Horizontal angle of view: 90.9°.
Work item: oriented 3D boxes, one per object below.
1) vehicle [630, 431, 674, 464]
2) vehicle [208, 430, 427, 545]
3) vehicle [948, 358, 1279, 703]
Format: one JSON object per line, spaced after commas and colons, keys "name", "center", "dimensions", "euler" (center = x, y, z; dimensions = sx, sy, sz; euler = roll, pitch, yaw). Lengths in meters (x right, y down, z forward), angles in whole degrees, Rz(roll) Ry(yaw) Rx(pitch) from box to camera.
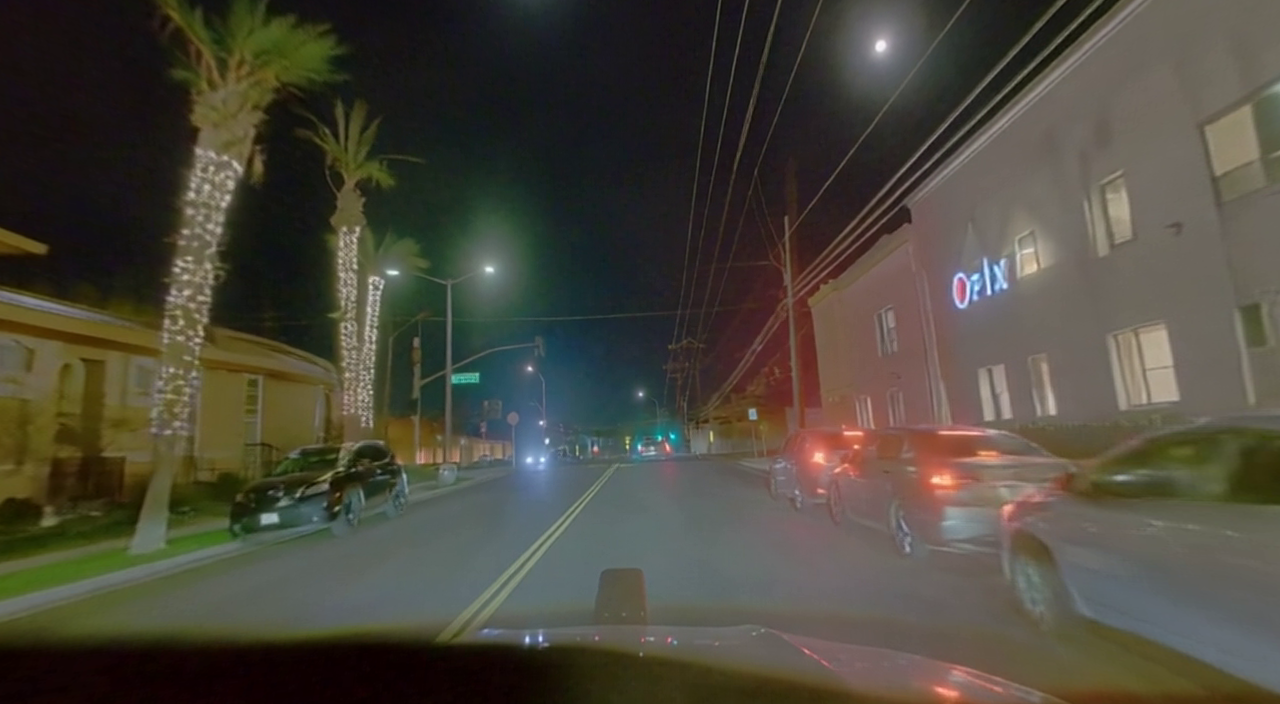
{"name": "vehicle", "center": [0.542, 4.884, 32.296], "dimensions": [2.125, 1.524, 4.404], "euler": [0, -8, -1]}
{"name": "vehicle", "center": [-6.191, 2.612, 12.982], "dimensions": [2.126, 1.864, 4.831], "euler": [0, -8, -3]}
{"name": "vehicle", "center": [3.578, 0.900, 3.011], "dimensions": [1.948, 1.607, 4.873], "euler": [-1, -8, 3]}
